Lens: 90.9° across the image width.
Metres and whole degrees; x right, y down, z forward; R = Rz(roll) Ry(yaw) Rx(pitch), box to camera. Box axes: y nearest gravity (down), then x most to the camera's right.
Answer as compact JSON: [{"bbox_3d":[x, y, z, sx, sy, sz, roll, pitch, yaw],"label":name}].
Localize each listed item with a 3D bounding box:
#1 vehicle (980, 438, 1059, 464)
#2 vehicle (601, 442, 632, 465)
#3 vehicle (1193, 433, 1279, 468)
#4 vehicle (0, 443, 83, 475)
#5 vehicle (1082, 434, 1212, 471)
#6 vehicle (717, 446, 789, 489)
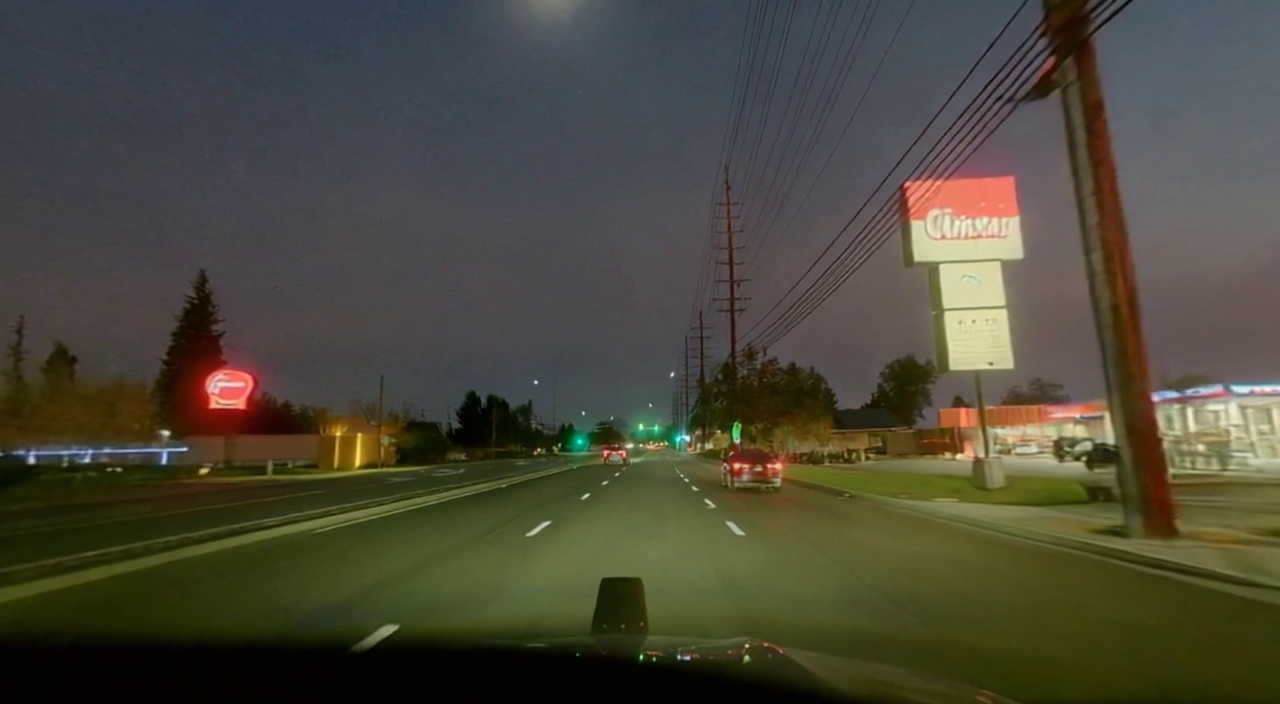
[{"bbox_3d":[26.522,6.937,44.098,4.327,1.746,2.119,2,-9,-13],"label":"vehicle"},{"bbox_3d":[-1.734,7.646,47.675,2.047,1.664,4.148,0,-9,2],"label":"vehicle"},{"bbox_3d":[35.512,5.687,36.504,5.308,1.961,2.119,1,-9,-9],"label":"vehicle"},{"bbox_3d":[-44.290,7.680,45.331,5.688,2.167,2.295,4,-10,-27],"label":"vehicle"},{"bbox_3d":[27.942,5.525,34.829,5.612,1.850,2.328,1,-8,-10],"label":"vehicle"},{"bbox_3d":[4.099,4.248,23.558,1.978,1.455,4.195,0,-9,1],"label":"vehicle"}]
